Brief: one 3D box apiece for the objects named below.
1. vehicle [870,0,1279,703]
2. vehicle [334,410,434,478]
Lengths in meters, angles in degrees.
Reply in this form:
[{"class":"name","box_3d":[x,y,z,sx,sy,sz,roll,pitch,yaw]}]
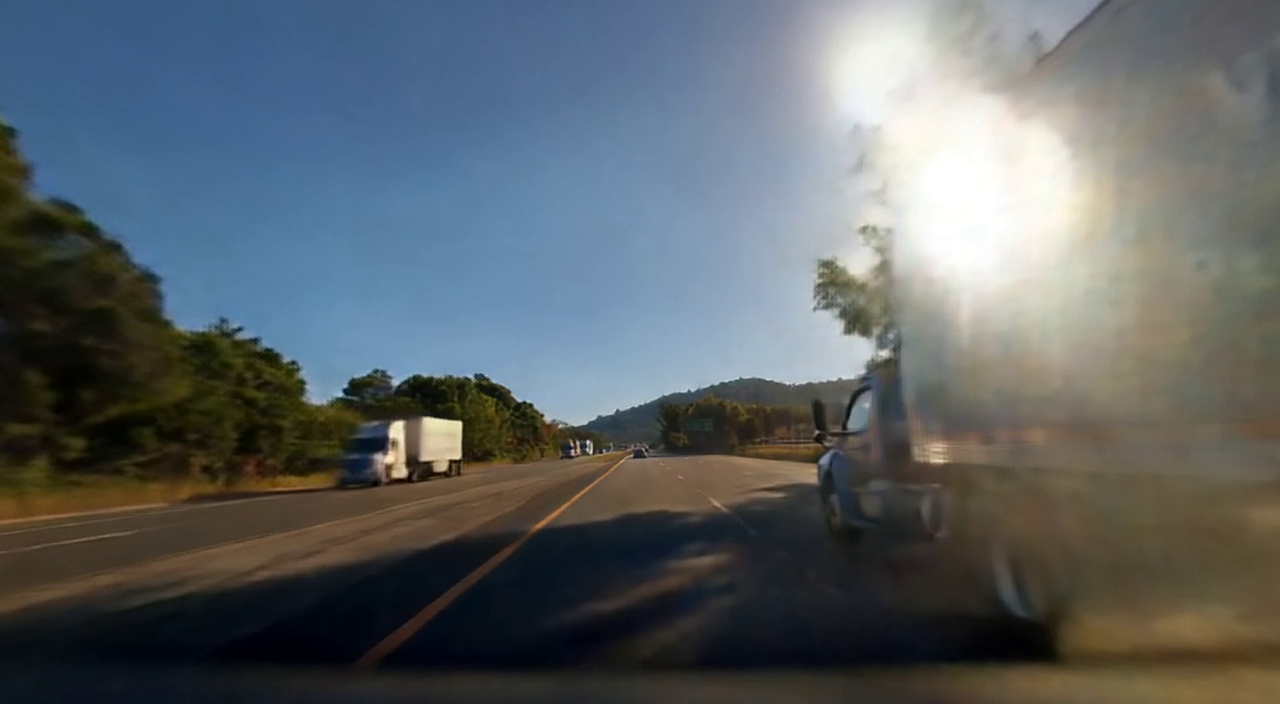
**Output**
[{"class":"vehicle","box_3d":[3.727,-0.491,1.839,2.982,4.164,7.753,0,-9,-1]},{"class":"vehicle","box_3d":[-15.679,5.774,39.403,3.119,3.797,7.398,0,-9,-1]}]
